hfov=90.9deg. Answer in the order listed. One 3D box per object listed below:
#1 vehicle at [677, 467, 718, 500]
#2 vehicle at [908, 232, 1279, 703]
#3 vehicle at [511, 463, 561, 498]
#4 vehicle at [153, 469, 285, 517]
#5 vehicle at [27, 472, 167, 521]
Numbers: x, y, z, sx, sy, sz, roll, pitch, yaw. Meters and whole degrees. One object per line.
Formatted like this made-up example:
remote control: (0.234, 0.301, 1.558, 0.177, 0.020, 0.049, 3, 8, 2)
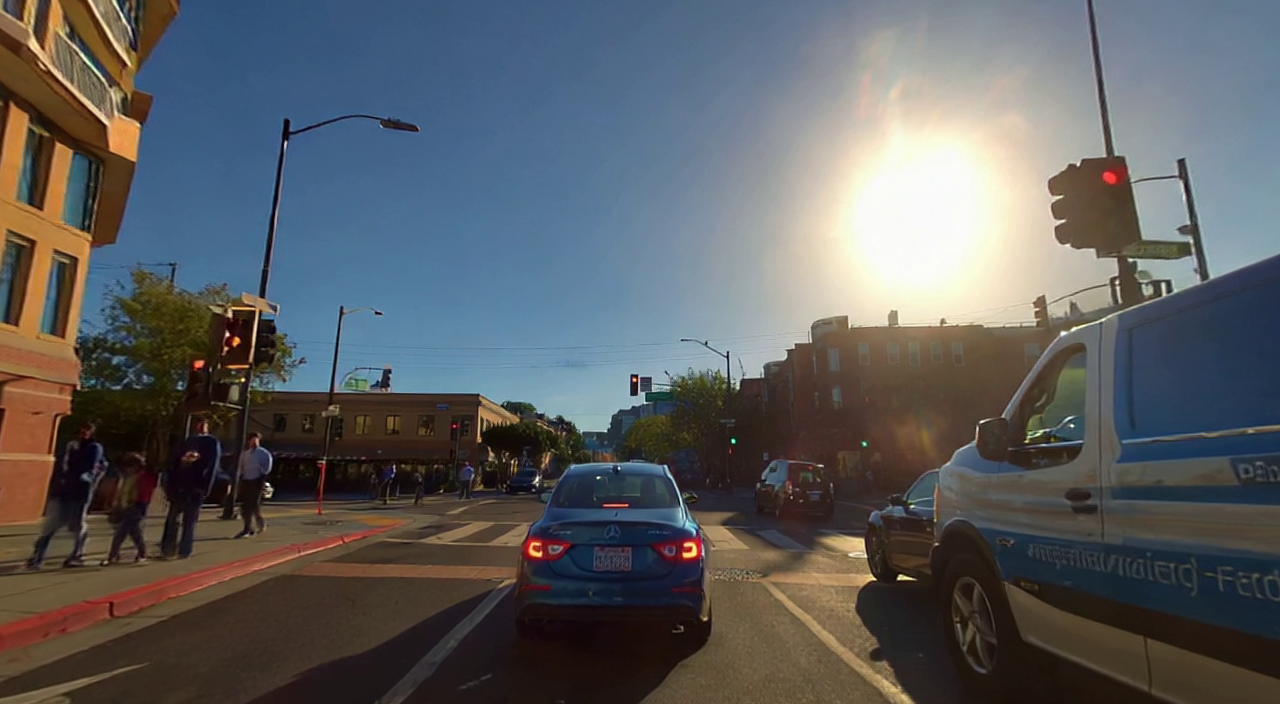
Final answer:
vehicle: (3.467, 8.036, 38.835, 1.908, 1.741, 4.066, 0, -9, -3)
vehicle: (3.215, 0.550, 1.281, 2.632, 1.979, 6.096, 0, -9, 0)
vehicle: (-6.349, 7.878, 39.004, 2.226, 1.896, 4.438, -1, -9, 1)
vehicle: (-19.776, 6.630, 29.748, 4.750, 2.083, 2.002, -1, -9, 3)
vehicle: (-25.487, 6.769, 29.734, 4.588, 2.048, 2.110, 0, -9, 0)
